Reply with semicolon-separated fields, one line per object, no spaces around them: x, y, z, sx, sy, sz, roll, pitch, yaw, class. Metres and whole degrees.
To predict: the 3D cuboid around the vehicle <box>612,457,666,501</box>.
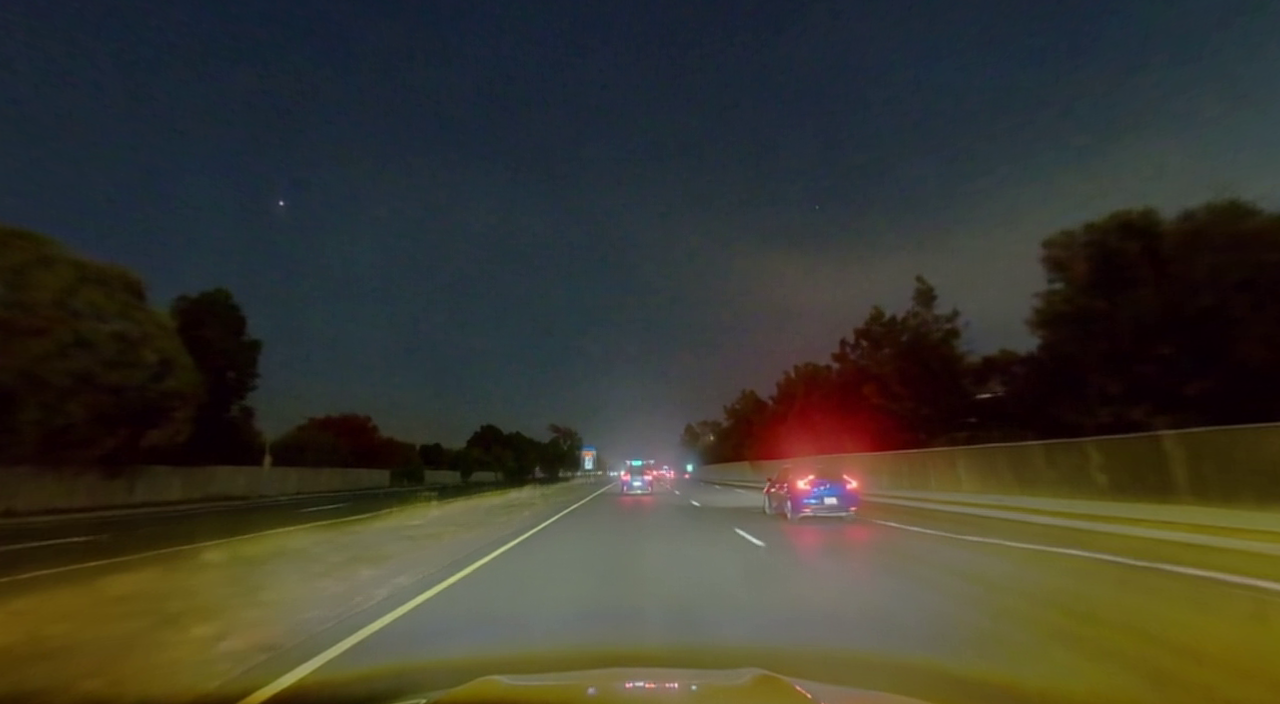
-0.027;5.201;25.888;2.037;1.605;3.833;1;-11;0;vehicle

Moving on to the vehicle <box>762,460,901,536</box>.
4.291;3.351;14.861;1.938;1.494;4.032;1;-11;-1;vehicle
